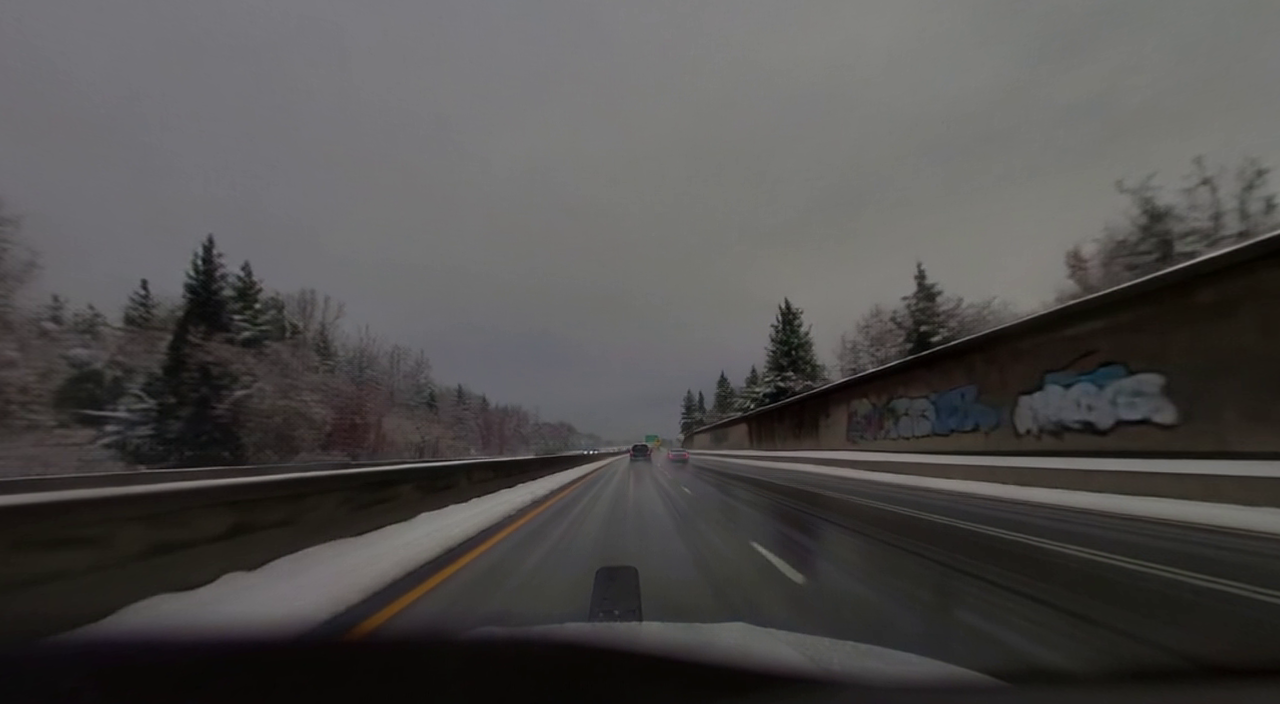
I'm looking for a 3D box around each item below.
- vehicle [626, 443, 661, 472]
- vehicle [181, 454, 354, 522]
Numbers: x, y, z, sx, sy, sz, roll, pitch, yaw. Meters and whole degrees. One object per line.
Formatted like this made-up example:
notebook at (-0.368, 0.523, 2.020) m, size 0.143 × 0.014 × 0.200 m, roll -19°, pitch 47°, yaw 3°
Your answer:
vehicle at (0.194, 6.568, 39.277) m, size 2.095 × 1.671 × 4.219 m, roll 0°, pitch -9°, yaw -1°
vehicle at (-9.544, 3.475, 16.582) m, size 1.904 × 1.499 × 4.352 m, roll 0°, pitch -9°, yaw 0°
